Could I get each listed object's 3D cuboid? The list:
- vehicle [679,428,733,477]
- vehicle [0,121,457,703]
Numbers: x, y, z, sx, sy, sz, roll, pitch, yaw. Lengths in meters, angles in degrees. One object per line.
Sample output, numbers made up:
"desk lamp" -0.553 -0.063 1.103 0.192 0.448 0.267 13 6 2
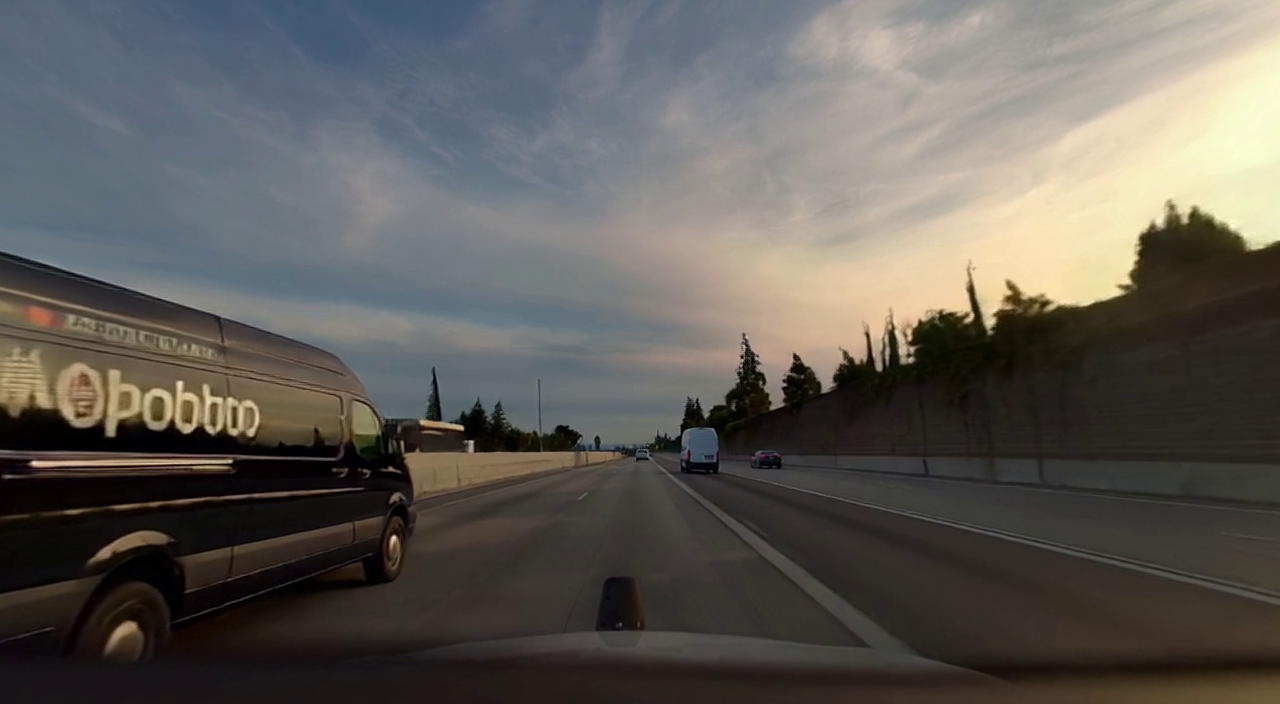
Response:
"vehicle" 3.674 5.786 36.364 2.373 2.561 5.922 0 -9 -1
"vehicle" -3.505 0.801 4.550 2.409 2.523 6.275 0 -9 0
